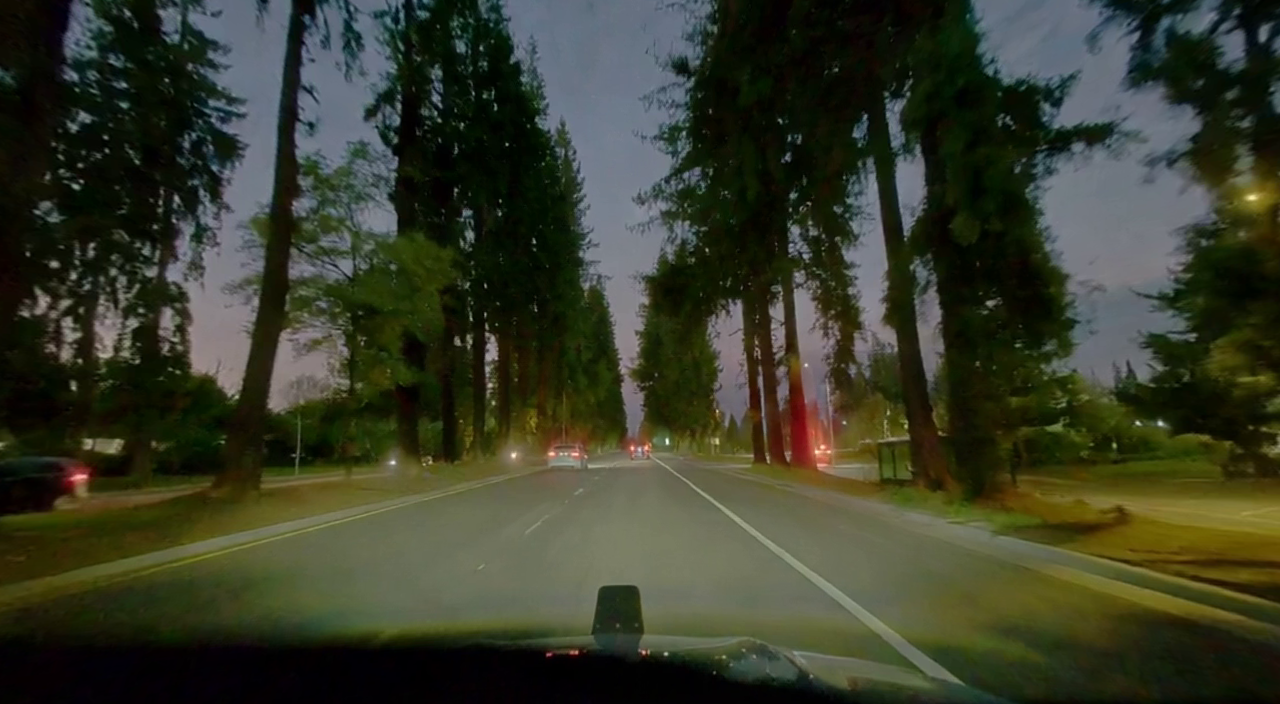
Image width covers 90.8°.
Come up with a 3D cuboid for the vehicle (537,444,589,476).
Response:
[{"bbox_3d":[-3.627,5.166,30.508,1.917,1.448,4.178,0,-8,1],"label":"vehicle"}]
